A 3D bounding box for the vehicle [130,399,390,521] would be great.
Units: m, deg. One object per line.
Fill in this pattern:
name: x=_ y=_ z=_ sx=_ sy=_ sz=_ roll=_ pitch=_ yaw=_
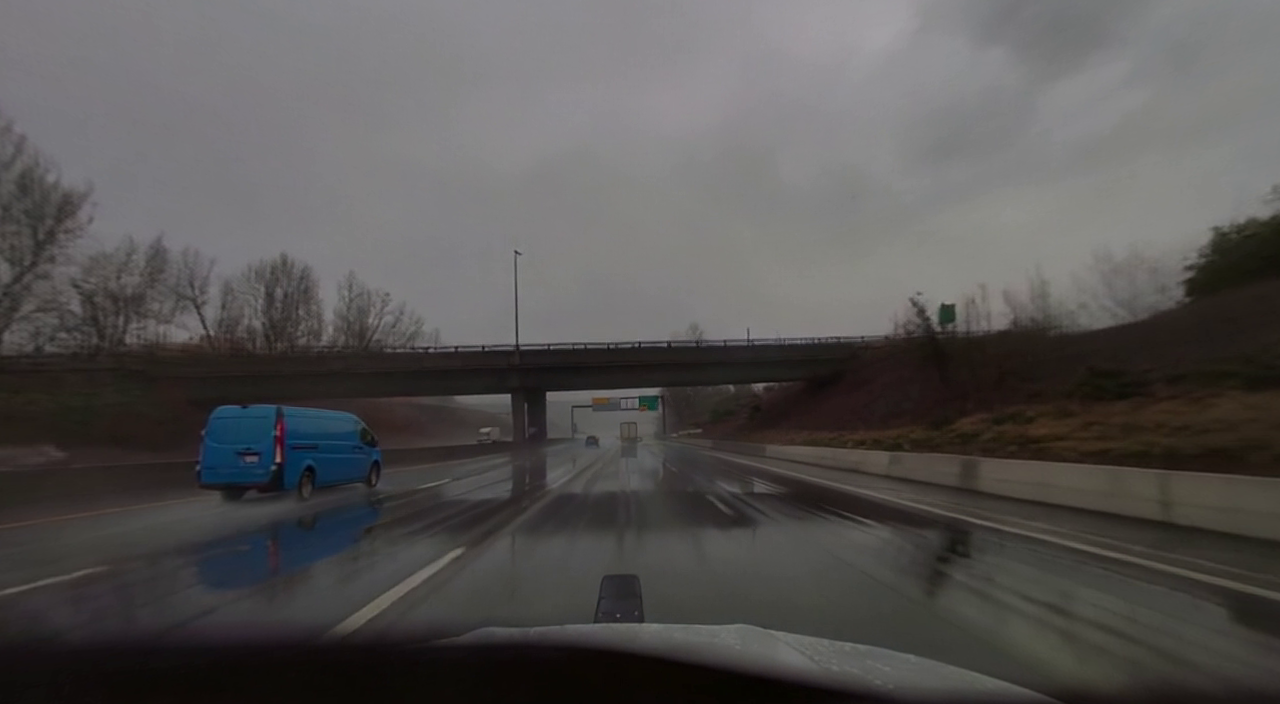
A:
vehicle: x=-7.342 y=2.136 z=13.085 sx=2.150 sy=1.996 sz=5.341 roll=0 pitch=-8 yaw=-1
